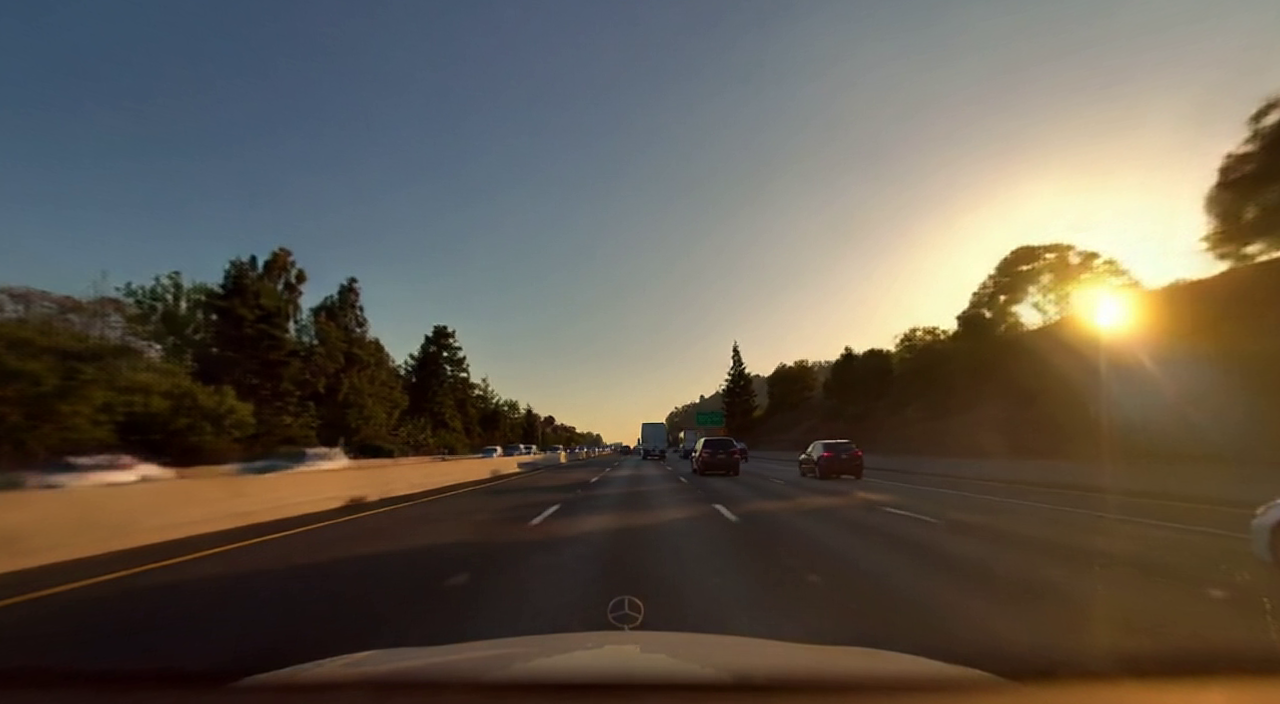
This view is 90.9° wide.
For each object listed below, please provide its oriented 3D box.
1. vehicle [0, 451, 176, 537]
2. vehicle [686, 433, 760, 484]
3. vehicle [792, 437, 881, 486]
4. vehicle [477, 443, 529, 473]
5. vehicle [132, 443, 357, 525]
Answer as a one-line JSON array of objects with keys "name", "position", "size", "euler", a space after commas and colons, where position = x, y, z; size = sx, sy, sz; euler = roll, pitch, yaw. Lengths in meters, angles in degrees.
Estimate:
[{"name": "vehicle", "position": [-12.197, 2.814, 13.141], "size": [1.878, 1.459, 4.194], "euler": [0, -9, -1]}, {"name": "vehicle", "position": [3.227, 4.253, 25.501], "size": [2.209, 1.862, 4.717], "euler": [0, -8, -2]}, {"name": "vehicle", "position": [7.370, 4.128, 24.139], "size": [1.976, 1.703, 4.288], "euler": [0, -8, -1]}, {"name": "vehicle", "position": [-7.816, 6.068, 36.379], "size": [1.942, 1.600, 4.288], "euler": [0, -8, 1]}, {"name": "vehicle", "position": [-8.422, 2.802, 14.104], "size": [1.958, 1.503, 4.671], "euler": [0, -9, 1]}]
